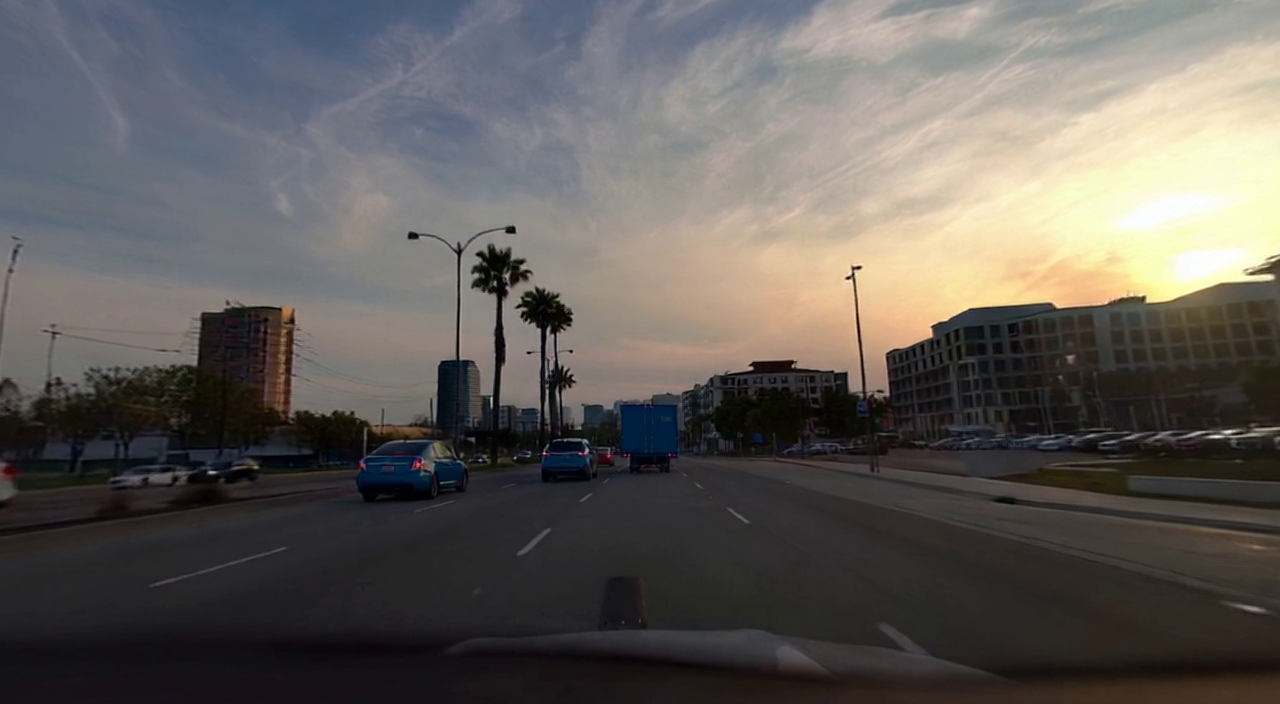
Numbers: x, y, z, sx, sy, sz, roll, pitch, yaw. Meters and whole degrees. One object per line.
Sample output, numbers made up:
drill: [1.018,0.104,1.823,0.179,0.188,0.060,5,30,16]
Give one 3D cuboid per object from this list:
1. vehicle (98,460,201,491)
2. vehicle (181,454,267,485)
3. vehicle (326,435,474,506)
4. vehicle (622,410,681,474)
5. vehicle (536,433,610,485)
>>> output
vehicle: [-27.816,6.999,35.853,1.876,1.505,4.876,0,-8,2]
vehicle: [-24.550,6.923,37.274,1.932,1.660,4.486,0,-8,2]
vehicle: [-6.179,3.097,16.917,2.045,1.630,4.680,0,-8,1]
vehicle: [0.657,5.056,35.243,2.993,3.235,6.692,0,-8,1]
vehicle: [-2.467,4.119,24.521,2.178,1.826,4.933,0,-8,2]
